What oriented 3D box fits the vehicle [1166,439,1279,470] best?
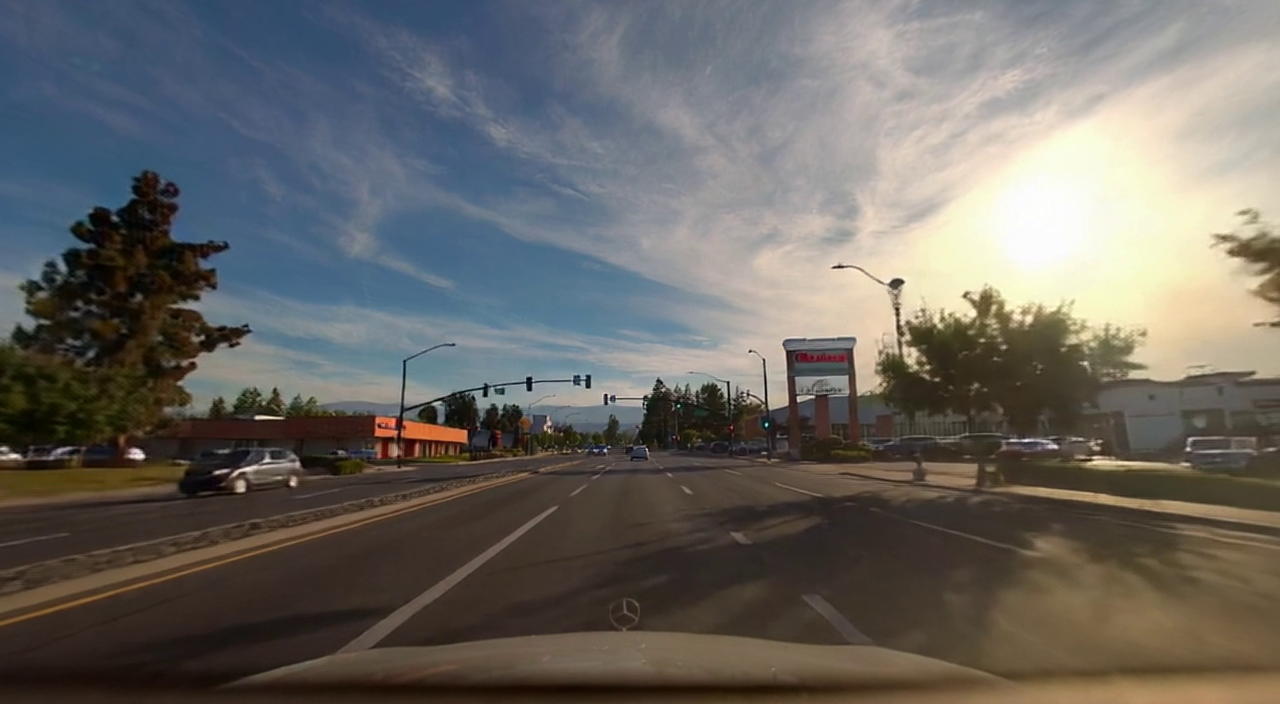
[{"bbox_3d":[32.551,5.713,35.358,4.335,1.675,1.885,0,-9,2],"label":"vehicle"}]

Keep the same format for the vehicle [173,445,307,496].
[{"bbox_3d":[-15.658,4.632,25.134,2.102,1.800,4.849,0,-9,1],"label":"vehicle"}]

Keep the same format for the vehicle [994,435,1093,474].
[{"bbox_3d":[19.518,4.930,30.518,4.717,1.714,1.985,5,-10,-31],"label":"vehicle"}]
